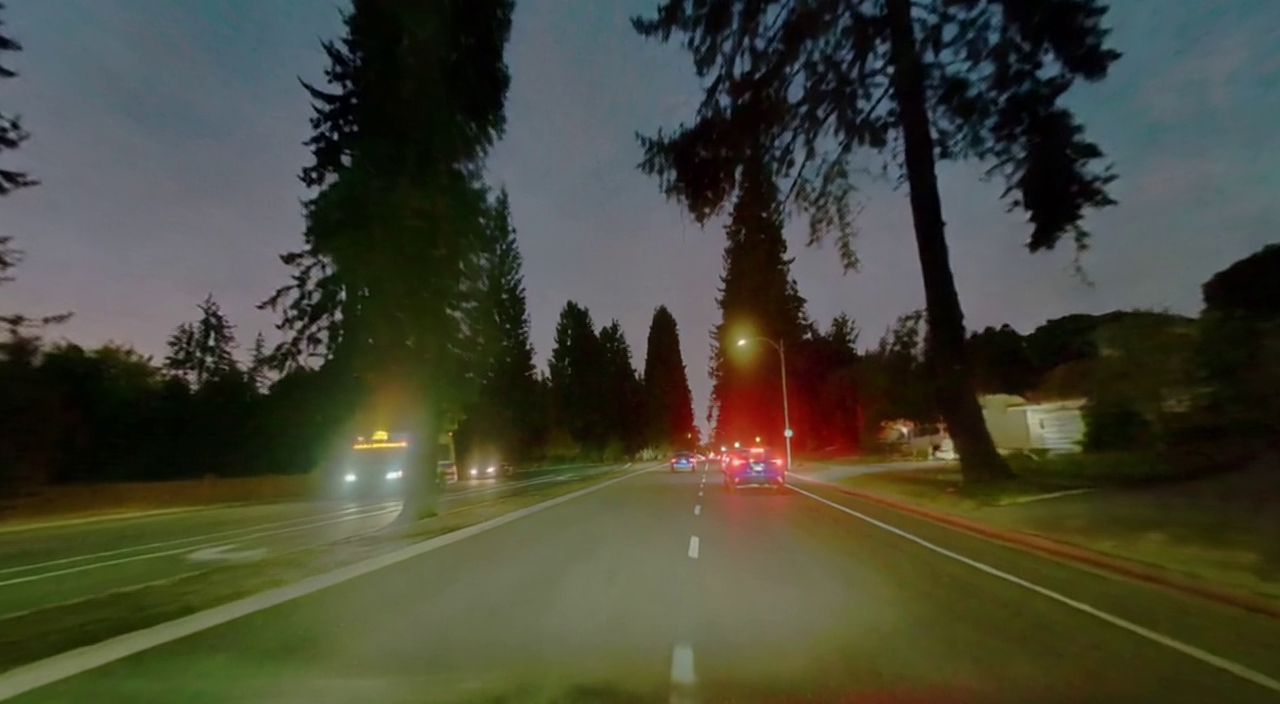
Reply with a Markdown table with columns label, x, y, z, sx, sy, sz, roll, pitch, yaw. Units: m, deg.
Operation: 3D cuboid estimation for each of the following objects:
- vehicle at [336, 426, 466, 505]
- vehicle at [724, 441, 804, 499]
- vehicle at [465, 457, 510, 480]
| label | x | y | z | sx | sy | sz | roll | pitch | yaw |
| --- | --- | --- | --- | --- | --- | --- | --- | --- | --- |
| vehicle | -9.905 | 4.729 | 26.851 | 2.661 | 2.737 | 6.092 | -6 | -9 | 6 |
| vehicle | 3.816 | 3.684 | 20.158 | 2.052 | 1.639 | 4.123 | -1 | -8 | 5 |
| vehicle | -11.254 | 8.657 | 46.865 | 1.874 | 1.521 | 4.244 | -1 | -8 | 6 |
